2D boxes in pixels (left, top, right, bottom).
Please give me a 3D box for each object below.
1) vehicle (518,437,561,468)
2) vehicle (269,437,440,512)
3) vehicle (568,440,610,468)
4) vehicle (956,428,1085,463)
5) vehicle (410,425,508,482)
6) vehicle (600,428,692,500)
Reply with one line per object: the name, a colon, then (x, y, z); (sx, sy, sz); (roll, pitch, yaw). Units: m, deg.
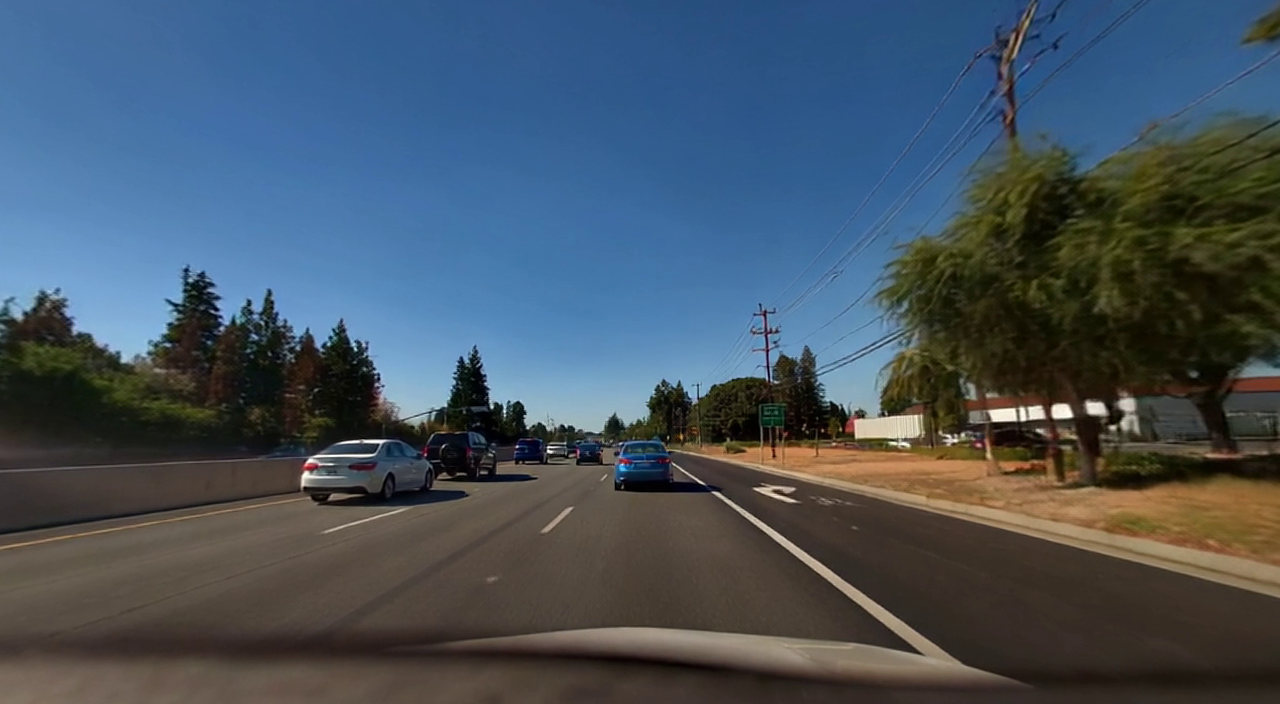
vehicle: (-6.041, 6.088, 38.450); (1.914, 1.756, 4.179); (0, -8, 1)
vehicle: (-6.469, 2.800, 15.017); (1.900, 1.483, 4.547); (0, -8, 1)
vehicle: (-2.905, 5.930, 36.809); (2.055, 1.510, 3.961); (0, -8, 1)
vehicle: (17.671, 4.366, 29.497); (4.659, 1.572, 2.019); (0, -8, 0)
vehicle: (-6.641, 3.810, 23.898); (2.144, 1.905, 4.967); (0, -8, 1)
vehicle: (0.132, 2.920, 16.825); (2.140, 1.653, 4.108); (0, -8, 0)
